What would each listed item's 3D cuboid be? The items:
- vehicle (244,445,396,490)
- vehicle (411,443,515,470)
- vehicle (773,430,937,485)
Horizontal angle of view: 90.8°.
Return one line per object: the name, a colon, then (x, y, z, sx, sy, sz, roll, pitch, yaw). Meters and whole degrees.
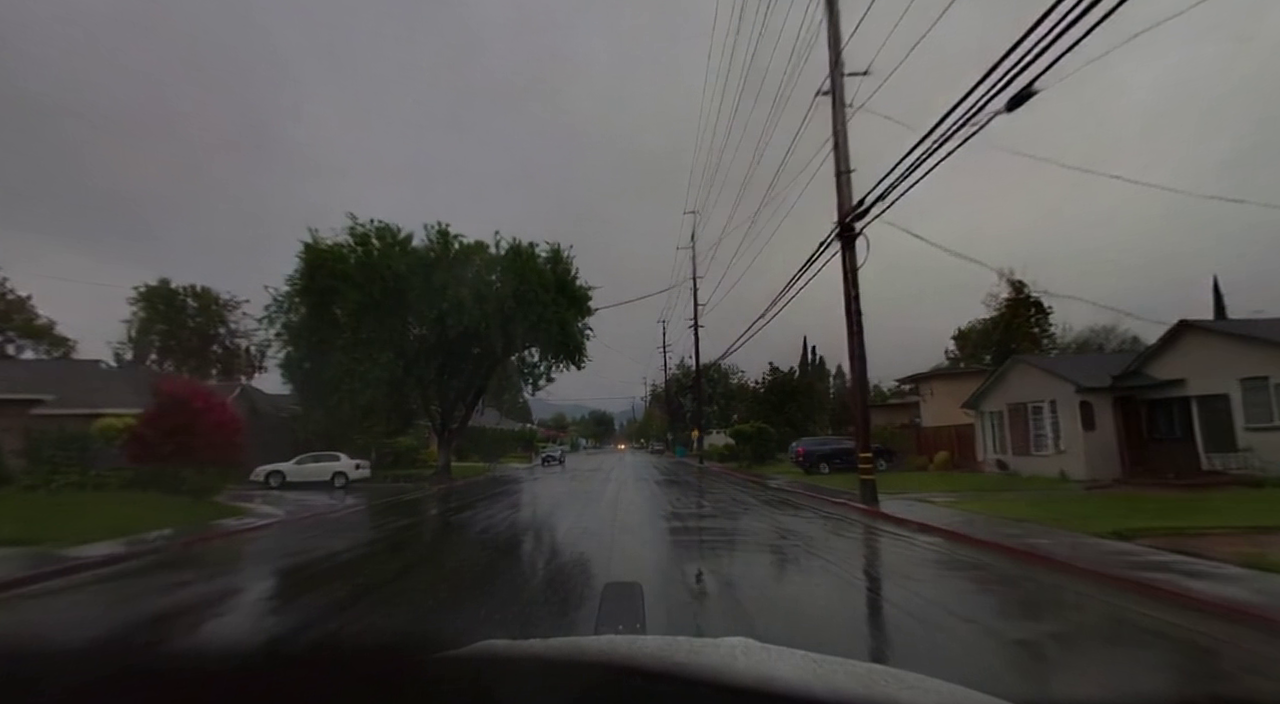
vehicle: (-11.356, 4.116, 22.717, 4.371, 1.482, 1.954, 0, -9, -3)
vehicle: (-12.494, 7.413, 45.016, 6.619, 1.759, 2.632, 0, -8, -3)
vehicle: (8.854, 4.358, 26.445, 5.890, 1.896, 2.459, -2, -7, -2)
